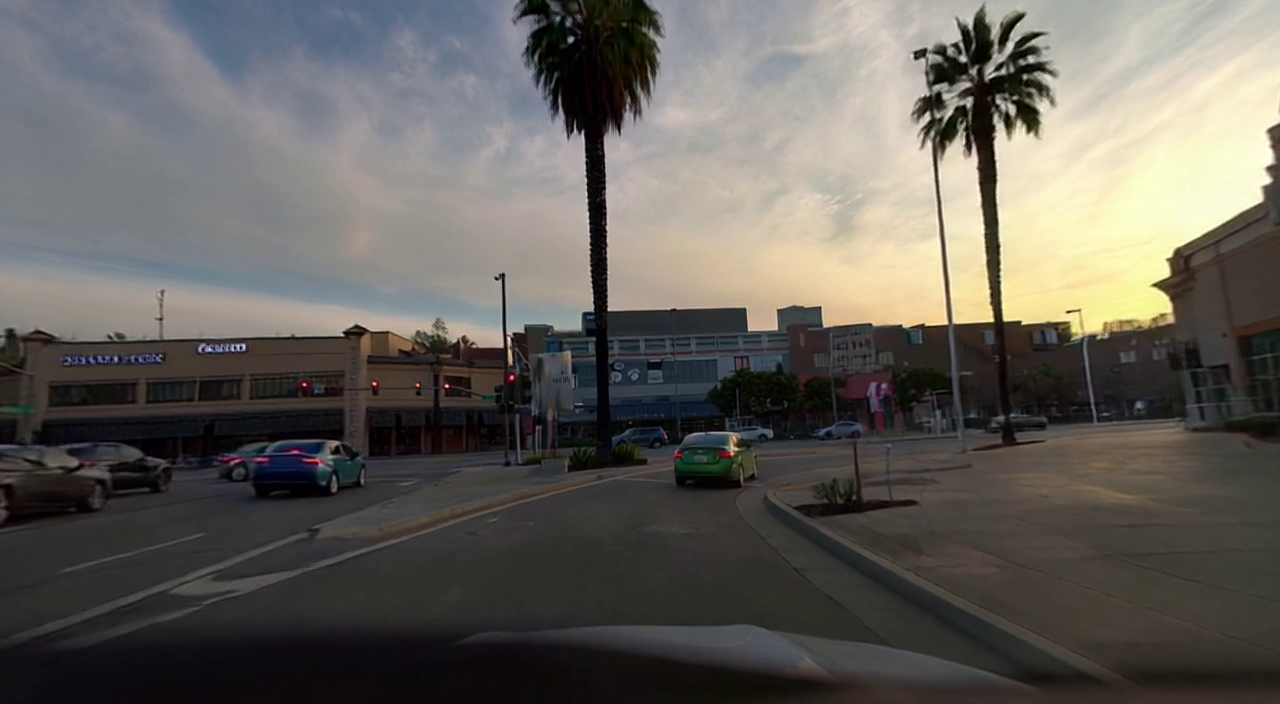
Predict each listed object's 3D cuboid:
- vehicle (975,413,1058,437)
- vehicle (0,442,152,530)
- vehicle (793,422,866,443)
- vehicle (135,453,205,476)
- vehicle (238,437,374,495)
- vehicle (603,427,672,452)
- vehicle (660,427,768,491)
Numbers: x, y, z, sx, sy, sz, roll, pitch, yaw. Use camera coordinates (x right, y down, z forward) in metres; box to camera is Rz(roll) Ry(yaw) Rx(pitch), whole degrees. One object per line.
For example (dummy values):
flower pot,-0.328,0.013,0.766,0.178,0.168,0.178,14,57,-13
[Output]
vehicle,25.937,5.085,43.583,4.458,1.589,2.044,1,-8,-6
vehicle,-12.047,2.522,12.298,1.905,1.482,4.463,1,-9,-7
vehicle,14.714,6.248,49.110,4.981,1.491,1.922,0,-10,-7
vehicle,-34.533,8.277,46.611,2.036,1.526,4.732,1,-9,-8
vehicle,-9.626,3.290,18.676,1.912,1.487,4.471,1,-9,-6
vehicle,-0.222,6.523,47.172,4.757,1.633,1.932,-1,-8,-10
vehicle,2.170,2.865,17.216,2.070,1.493,4.570,-3,-9,17
